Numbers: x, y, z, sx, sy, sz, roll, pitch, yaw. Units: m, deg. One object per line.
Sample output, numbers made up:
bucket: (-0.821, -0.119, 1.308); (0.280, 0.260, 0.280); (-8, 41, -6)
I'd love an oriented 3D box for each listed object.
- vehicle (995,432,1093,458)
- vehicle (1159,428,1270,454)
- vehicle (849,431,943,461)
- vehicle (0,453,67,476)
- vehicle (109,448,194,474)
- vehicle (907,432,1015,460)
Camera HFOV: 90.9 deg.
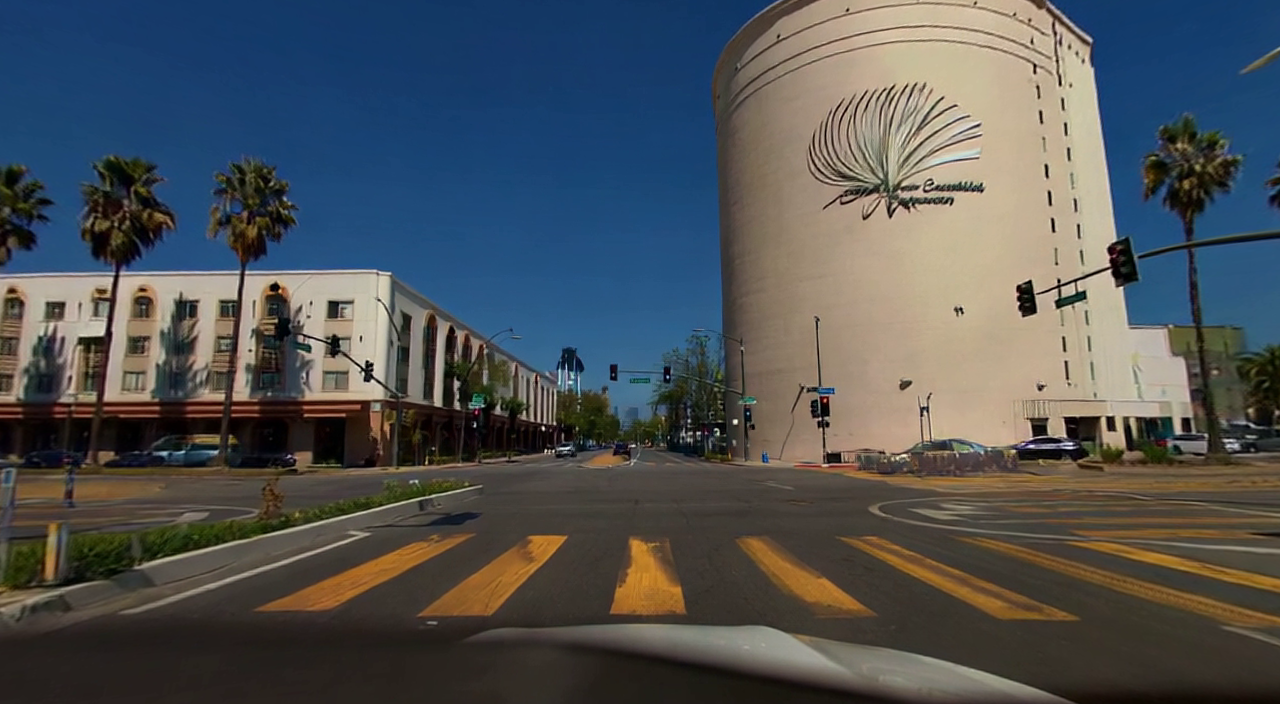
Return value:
vehicle: (23.483, 5.445, 36.749); (4.423, 1.465, 1.798); (0, -8, 1)
vehicle: (33.120, 5.162, 36.418); (4.567, 1.458, 1.791); (0, -8, 0)
vehicle: (14.966, 5.526, 36.991); (4.648, 1.665, 1.910); (0, -8, 0)
vehicle: (-41.663, 7.605, 42.784); (3.698, 1.467, 1.779); (0, -8, 1)
vehicle: (-33.091, 7.385, 42.772); (4.136, 1.661, 1.857); (0, -8, 1)
vehicle: (16.889, 4.964, 33.277); (4.684, 1.461, 1.777); (0, -8, -1)
